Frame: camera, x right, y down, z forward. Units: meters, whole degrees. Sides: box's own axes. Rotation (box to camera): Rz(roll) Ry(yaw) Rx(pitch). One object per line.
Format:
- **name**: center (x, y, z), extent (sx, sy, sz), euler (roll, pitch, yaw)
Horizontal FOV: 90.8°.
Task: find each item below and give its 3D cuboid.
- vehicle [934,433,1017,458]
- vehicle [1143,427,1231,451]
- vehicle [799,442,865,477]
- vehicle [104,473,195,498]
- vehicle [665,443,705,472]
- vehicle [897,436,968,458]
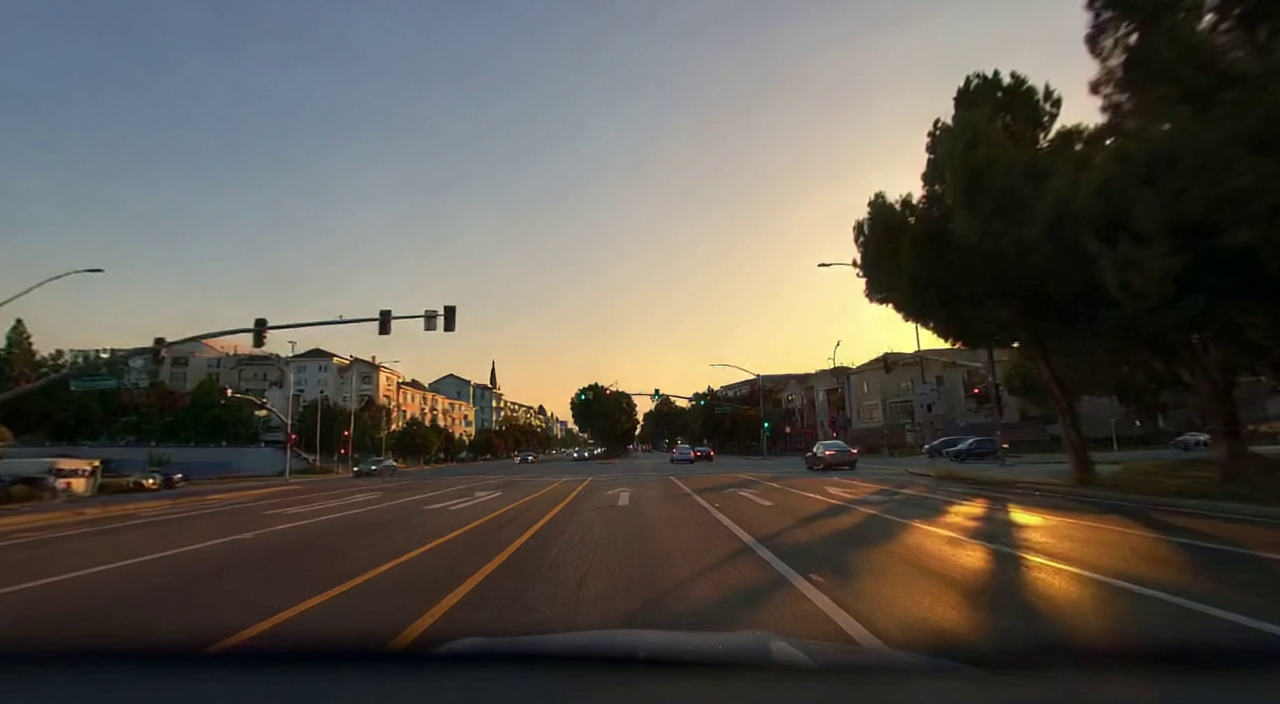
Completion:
- **vehicle**: center (24.413, 6.799, 46.046), extent (4.747, 1.766, 2.179), euler (0, -9, -1)
- **vehicle**: center (39.832, 6.355, 46.081), extent (4.517, 1.643, 1.945), euler (0, -9, 0)
- **vehicle**: center (9.584, 5.365, 31.926), extent (1.798, 1.621, 4.304), euler (0, -9, -2)
- **vehicle**: center (-34.029, 9.246, 43.899), extent (4.552, 1.544, 2.010), euler (0, -9, -1)
- **vehicle**: center (2.579, 6.156, 37.103), extent (1.917, 1.538, 4.259), euler (0, -9, -2)
- **vehicle**: center (22.599, 7.372, 48.936), extent (4.475, 1.682, 2.044), euler (0, -9, -2)
